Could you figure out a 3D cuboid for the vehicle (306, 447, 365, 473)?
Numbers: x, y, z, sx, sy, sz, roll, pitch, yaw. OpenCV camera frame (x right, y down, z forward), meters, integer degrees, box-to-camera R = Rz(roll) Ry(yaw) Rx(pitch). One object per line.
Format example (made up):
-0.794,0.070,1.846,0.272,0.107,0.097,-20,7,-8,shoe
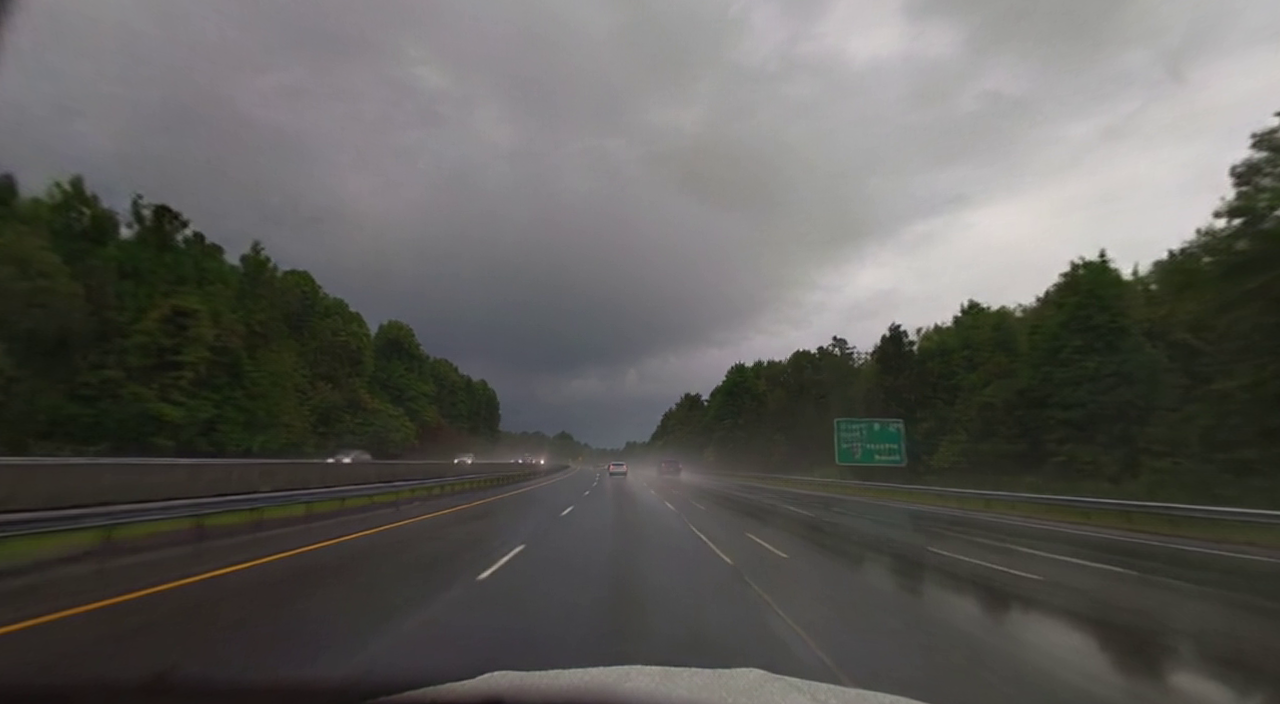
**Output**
-20.354,7.284,42.316,1.854,1.612,4.176,1,-10,-1,vehicle
